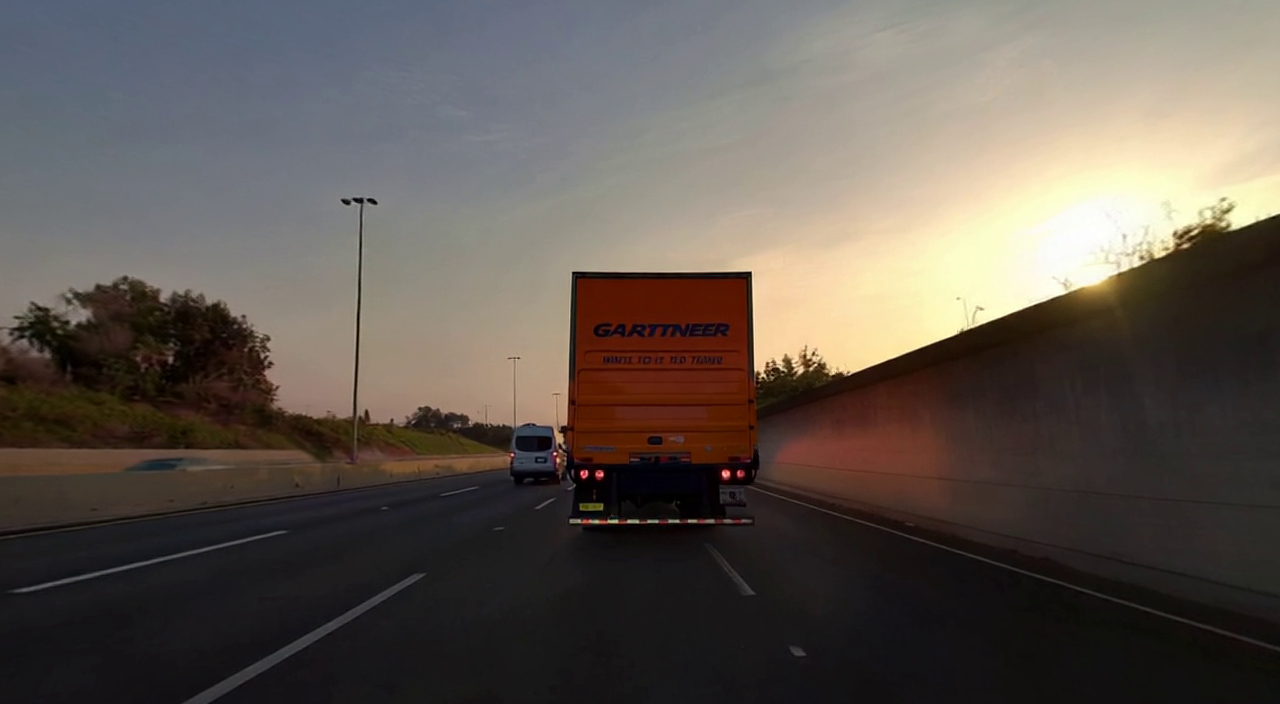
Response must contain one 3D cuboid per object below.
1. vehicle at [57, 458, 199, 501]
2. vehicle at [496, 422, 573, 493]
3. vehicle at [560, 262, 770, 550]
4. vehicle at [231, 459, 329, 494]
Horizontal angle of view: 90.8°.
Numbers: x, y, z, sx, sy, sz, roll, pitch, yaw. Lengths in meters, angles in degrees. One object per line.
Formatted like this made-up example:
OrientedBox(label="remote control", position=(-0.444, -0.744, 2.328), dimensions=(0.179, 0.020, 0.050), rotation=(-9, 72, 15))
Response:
OrientedBox(label="vehicle", position=(-21.106, 5.238, 26.349), dimensions=(1.963, 1.545, 4.717), rotation=(0, -9, 0))
OrientedBox(label="vehicle", position=(-4.048, 4.207, 25.297), dimensions=(2.208, 2.522, 5.187), rotation=(0, -9, 0))
OrientedBox(label="vehicle", position=(0.415, 1.518, 14.110), dimensions=(2.853, 4.054, 10.557), rotation=(0, -9, 1))
OrientedBox(label="vehicle", position=(-17.518, 6.044, 31.013), dimensions=(1.985, 1.491, 4.900), rotation=(0, -9, -1))
